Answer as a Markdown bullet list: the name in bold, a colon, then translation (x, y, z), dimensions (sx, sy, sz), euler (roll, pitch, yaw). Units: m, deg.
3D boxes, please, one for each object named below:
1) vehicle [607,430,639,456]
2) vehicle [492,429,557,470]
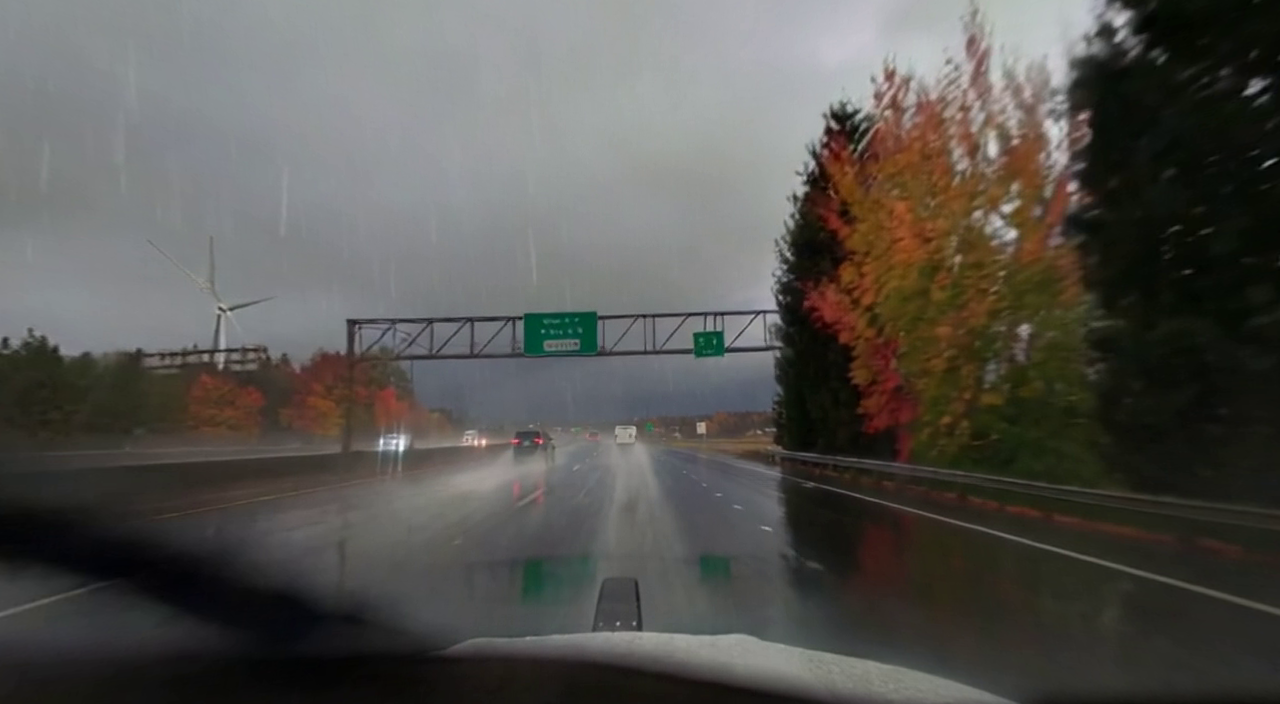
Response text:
- **vehicle**: translation (-1.212, 6.554, 45.448), dimensions (2.213, 1.774, 4.563), euler (0, -8, -1)
- **vehicle**: translation (-4.944, 4.227, 27.491), dimensions (2.062, 1.622, 4.153), euler (0, -8, -1)
